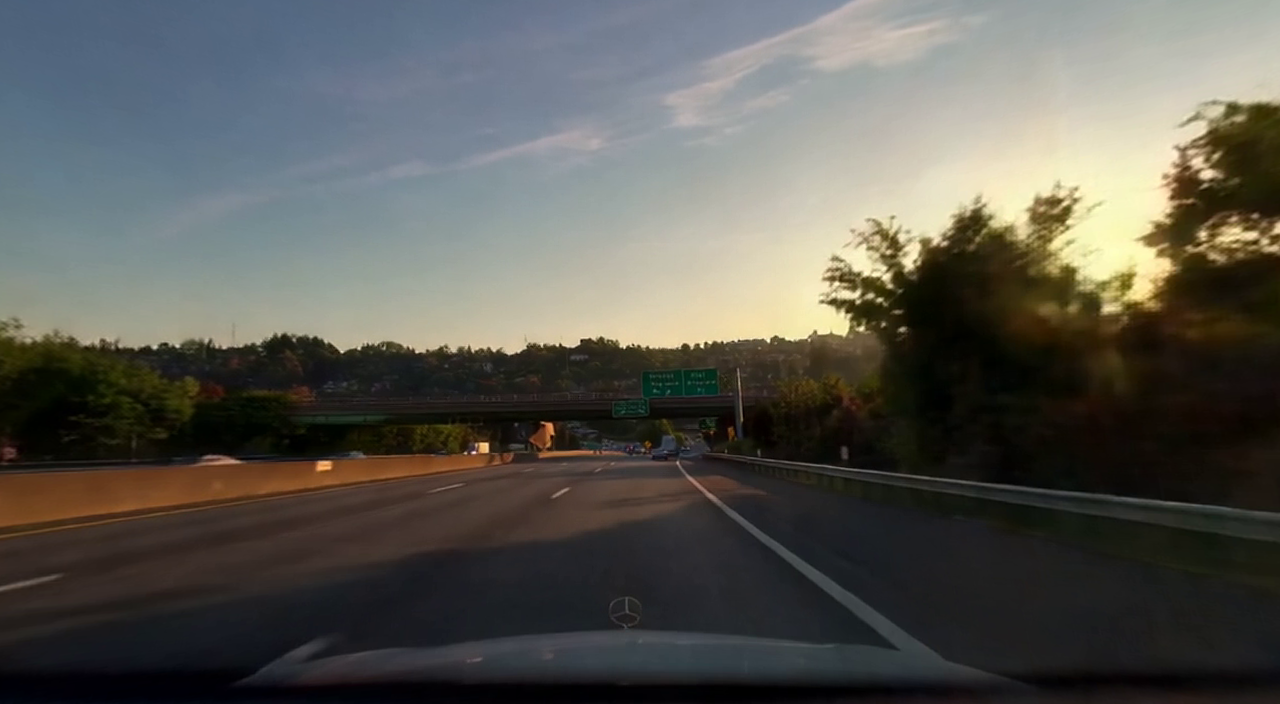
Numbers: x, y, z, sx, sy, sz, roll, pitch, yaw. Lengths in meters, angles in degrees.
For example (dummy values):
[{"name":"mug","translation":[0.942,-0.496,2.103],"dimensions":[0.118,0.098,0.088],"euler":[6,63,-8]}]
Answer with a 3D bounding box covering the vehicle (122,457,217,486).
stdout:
[{"name":"vehicle","translation":[-26.417,6.709,35.606],"dimensions":[1.842,1.435,4.682],"euler":[0,-9,-2]}]
